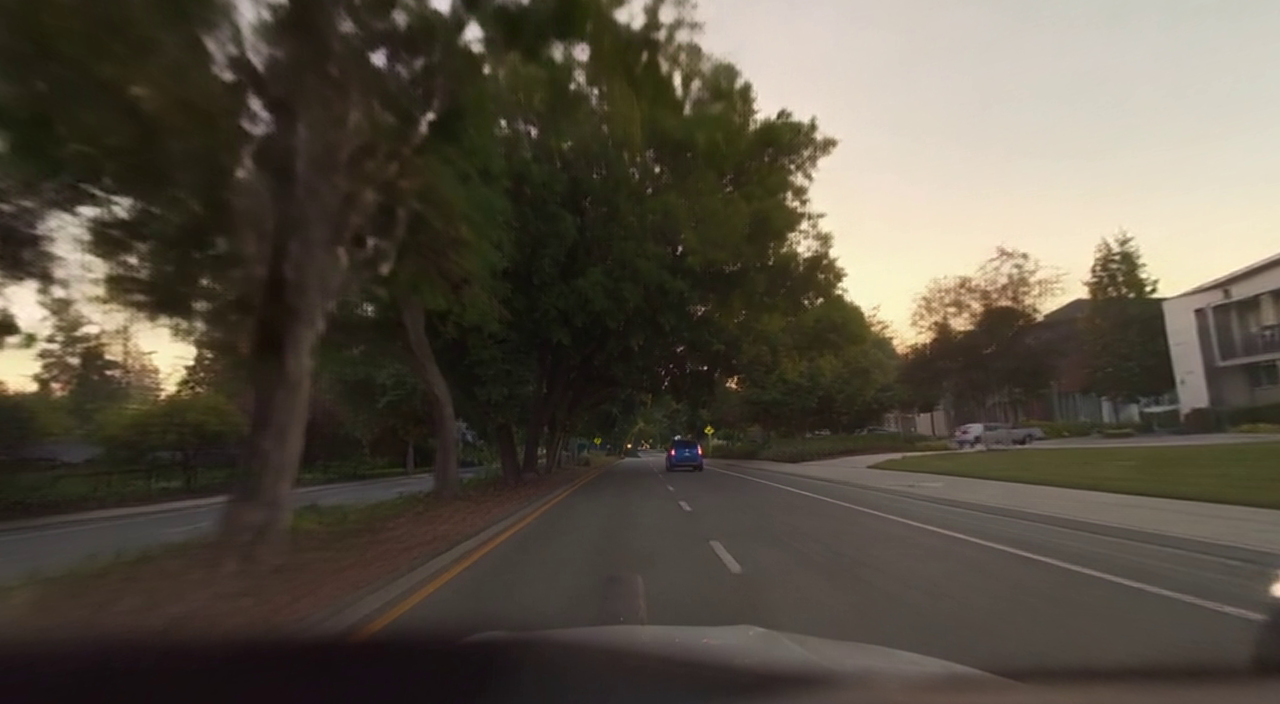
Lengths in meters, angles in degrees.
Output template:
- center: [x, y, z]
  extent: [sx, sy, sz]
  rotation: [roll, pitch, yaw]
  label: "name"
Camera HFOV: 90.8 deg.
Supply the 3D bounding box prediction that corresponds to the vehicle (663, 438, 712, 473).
- center: [2.422, 5.478, 33.499]
  extent: [2.164, 1.725, 4.285]
  rotation: [0, -9, -1]
  label: "vehicle"
